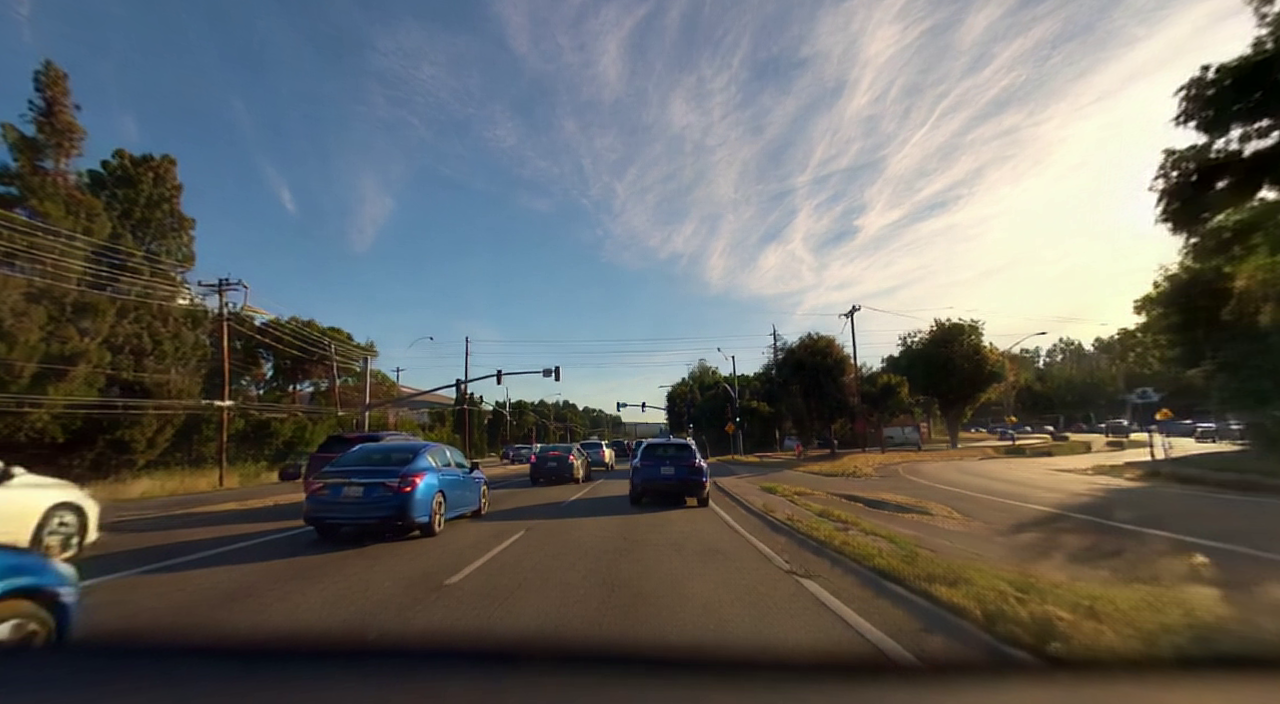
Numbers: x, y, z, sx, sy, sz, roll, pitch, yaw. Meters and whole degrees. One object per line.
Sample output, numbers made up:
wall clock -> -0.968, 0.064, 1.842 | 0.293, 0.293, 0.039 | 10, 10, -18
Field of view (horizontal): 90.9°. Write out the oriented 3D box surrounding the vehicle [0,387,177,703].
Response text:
vehicle -> -3.848, 0.794, 1.746 | 1.999, 1.563, 4.007 | 0, -9, 1

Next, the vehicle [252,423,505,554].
vehicle -> -3.753, 2.041, 10.138 | 2.018, 1.621, 4.441 | -1, -9, 2

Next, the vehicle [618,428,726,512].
vehicle -> 0.719, 2.714, 14.895 | 2.205, 1.691, 3.937 | -1, -9, 2

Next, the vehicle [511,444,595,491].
vehicle -> -2.903, 3.977, 22.079 | 2.105, 1.436, 4.311 | -1, -9, 4
